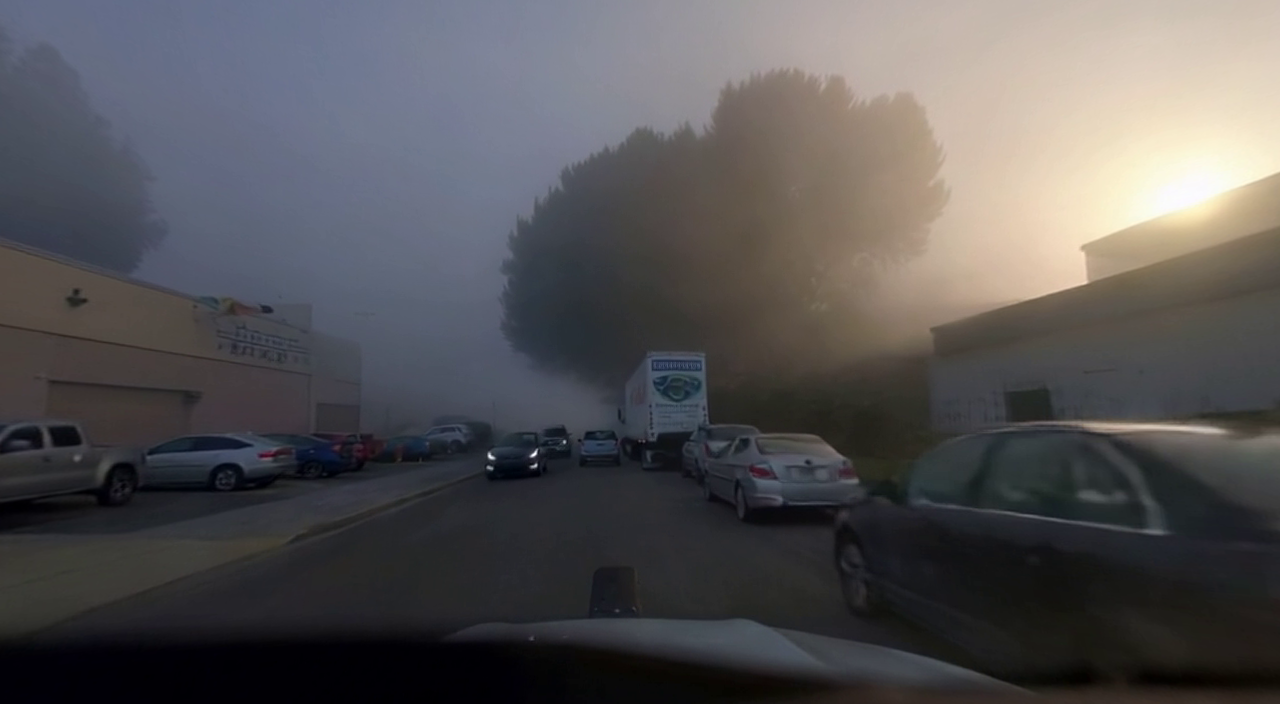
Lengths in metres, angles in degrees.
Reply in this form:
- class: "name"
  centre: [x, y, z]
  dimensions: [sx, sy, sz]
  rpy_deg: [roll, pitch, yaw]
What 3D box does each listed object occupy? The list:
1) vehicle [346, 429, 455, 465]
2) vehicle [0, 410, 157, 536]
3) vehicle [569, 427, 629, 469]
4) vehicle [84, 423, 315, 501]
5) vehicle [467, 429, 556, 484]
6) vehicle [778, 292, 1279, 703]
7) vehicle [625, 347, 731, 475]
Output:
- class: "vehicle"
  centre: [-10.183, 4.045, 27.056]
  dimensions: [4.015, 1.461, 1.903]
  rpy_deg: [1, -8, -7]
- class: "vehicle"
  centre: [-9.943, 1.791, 9.713]
  dimensions: [1.996, 1.719, 4.382]
  rpy_deg: [2, -8, -10]
- class: "vehicle"
  centre: [-1.563, 3.721, 24.743]
  dimensions: [2.160, 1.498, 3.909]
  rpy_deg: [0, -8, -3]
- class: "vehicle"
  centre: [-9.325, 2.328, 13.640]
  dimensions: [3.569, 1.520, 1.797]
  rpy_deg: [0, -8, -6]
- class: "vehicle"
  centre: [-3.747, 3.101, 19.103]
  dimensions: [1.989, 1.481, 4.008]
  rpy_deg: [0, -8, -2]
- class: "vehicle"
  centre: [2.353, 0.900, 3.200]
  dimensions: [1.900, 1.644, 4.448]
  rpy_deg: [0, -8, -6]
- class: "vehicle"
  centre: [1.058, 2.839, 27.545]
  dimensions: [2.865, 4.113, 14.471]
  rpy_deg: [0, -8, -3]
